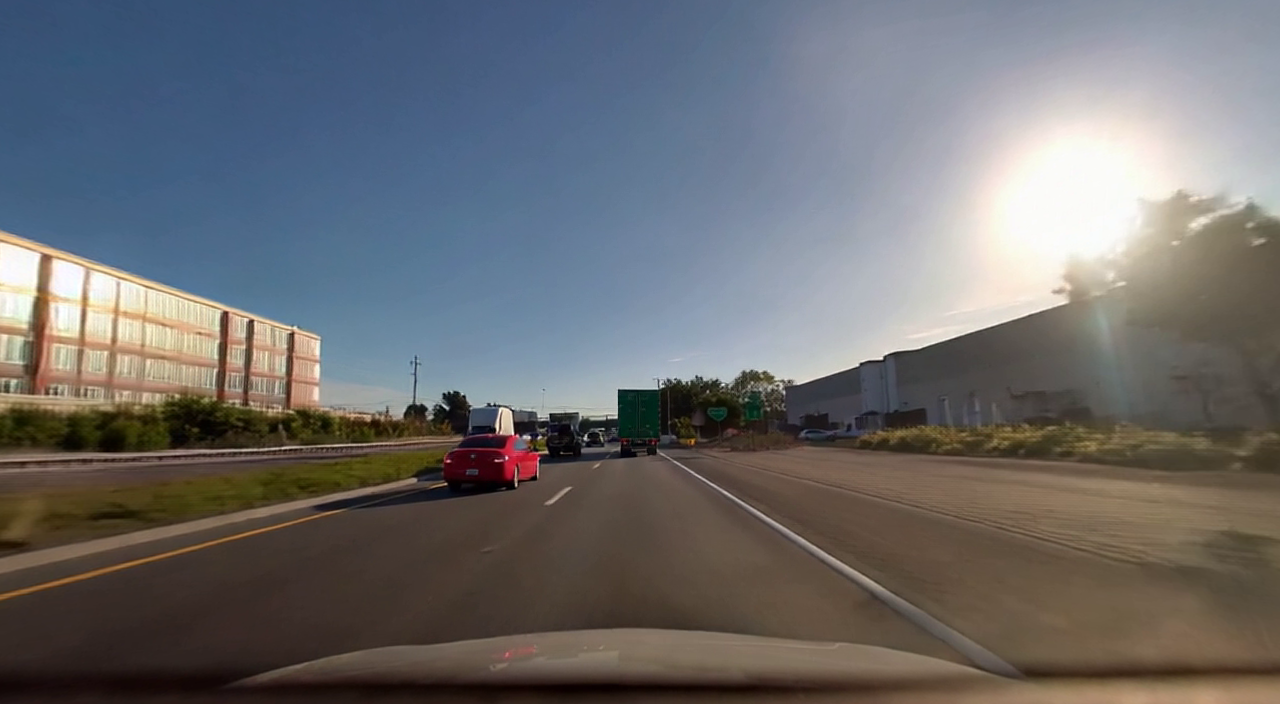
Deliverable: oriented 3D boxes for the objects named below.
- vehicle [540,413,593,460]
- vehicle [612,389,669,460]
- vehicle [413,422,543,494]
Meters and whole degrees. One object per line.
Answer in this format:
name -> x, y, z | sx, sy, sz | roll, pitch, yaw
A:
vehicle -> -4.507, 5.356, 39.942 | 2.717, 2.714, 6.997 | 0, -8, -1
vehicle -> -0.063, 4.810, 41.103 | 3.259, 4.066, 9.891 | 0, -8, -1
vehicle -> -4.048, 2.734, 16.757 | 2.005, 1.602, 5.131 | 0, -8, 1
